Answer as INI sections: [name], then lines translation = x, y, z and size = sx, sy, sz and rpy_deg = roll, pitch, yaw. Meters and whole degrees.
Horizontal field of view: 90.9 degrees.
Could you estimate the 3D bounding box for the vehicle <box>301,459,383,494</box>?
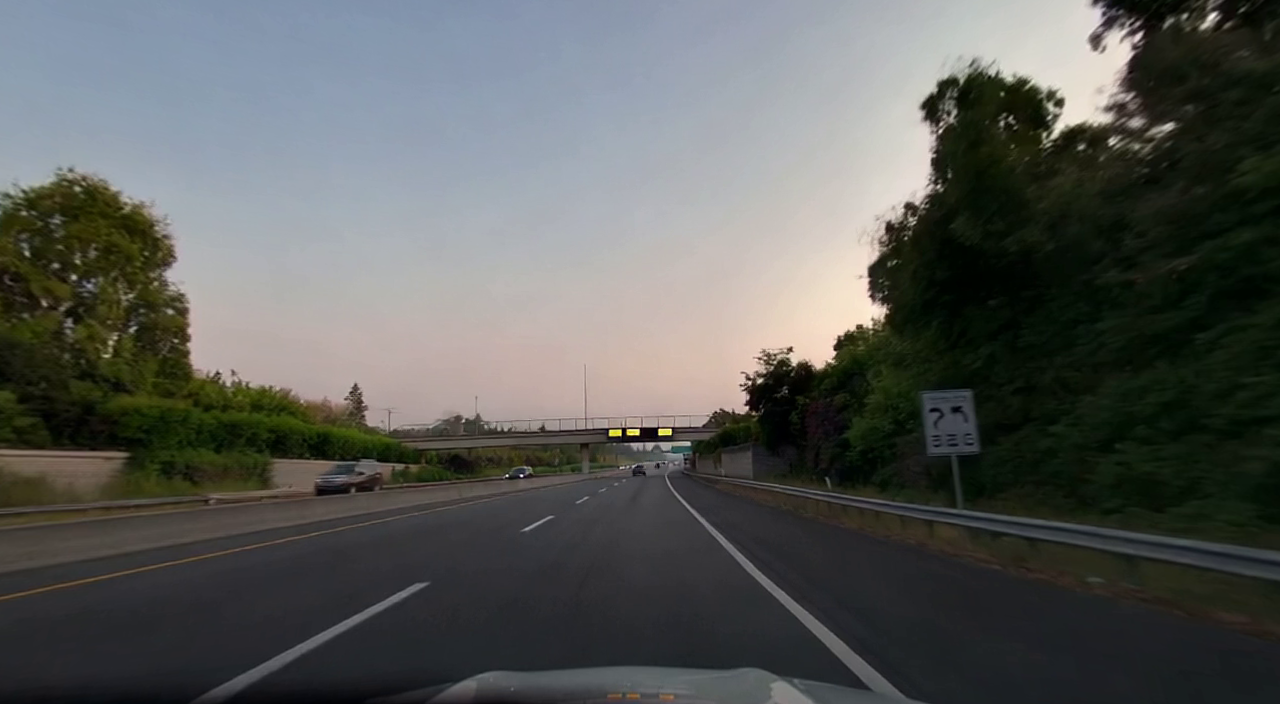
[vehicle]
translation = -15.641, 6.556, 33.328
size = 1.940, 1.643, 4.579
rpy_deg = 1, -11, 2
